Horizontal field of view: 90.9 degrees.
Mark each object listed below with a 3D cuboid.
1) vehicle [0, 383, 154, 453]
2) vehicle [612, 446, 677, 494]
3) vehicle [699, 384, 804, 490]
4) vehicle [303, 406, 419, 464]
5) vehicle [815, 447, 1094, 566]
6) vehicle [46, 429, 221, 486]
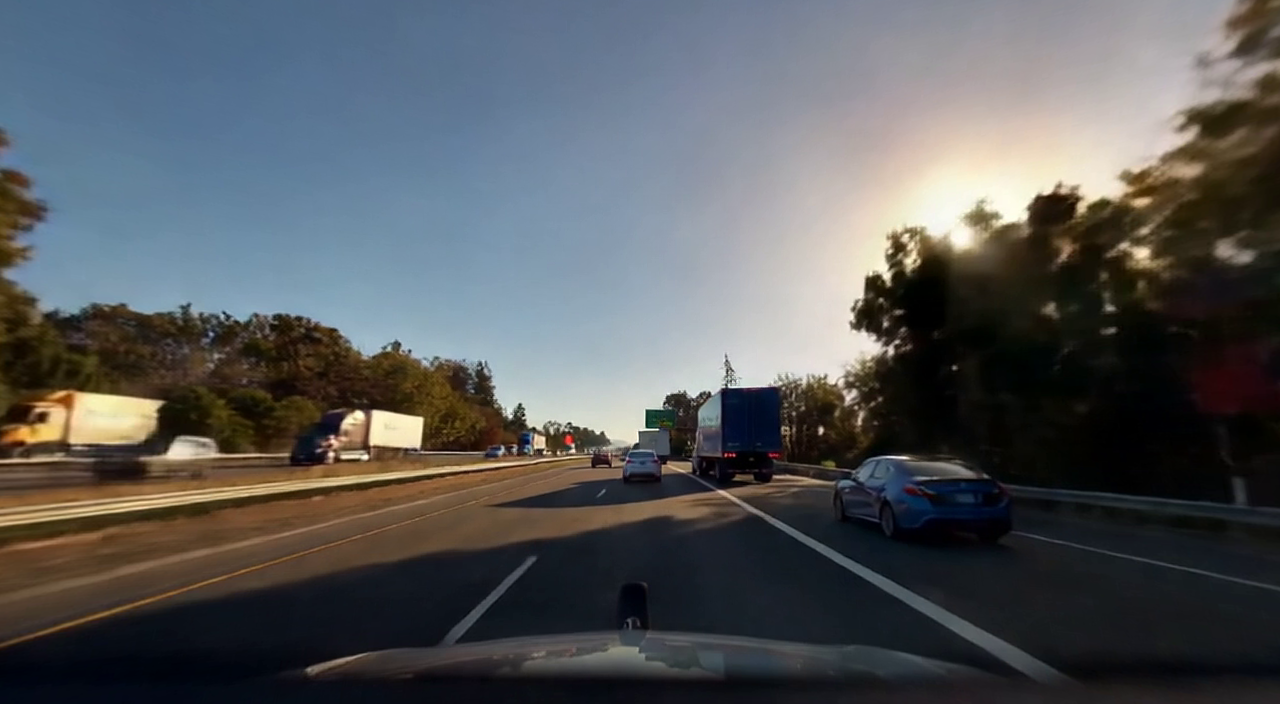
[{"bbox_3d":[-19.977,2.393,21.572,2.268,2.025,5.234,0,-10,2],"label":"vehicle"},{"bbox_3d":[0.149,4.143,22.371,2.089,1.516,4.191,0,-9,0],"label":"vehicle"},{"bbox_3d":[4.876,4.310,30.994,2.877,4.035,13.897,0,-9,1],"label":"vehicle"},{"bbox_3d":[-19.408,6.092,45.014,2.806,3.616,11.656,0,-9,1],"label":"vehicle"},{"bbox_3d":[4.323,2.177,9.673,2.037,1.377,4.407,0,-9,0],"label":"vehicle"},{"bbox_3d":[-15.519,3.279,19.672,1.837,1.566,4.209,0,-9,2],"label":"vehicle"}]
